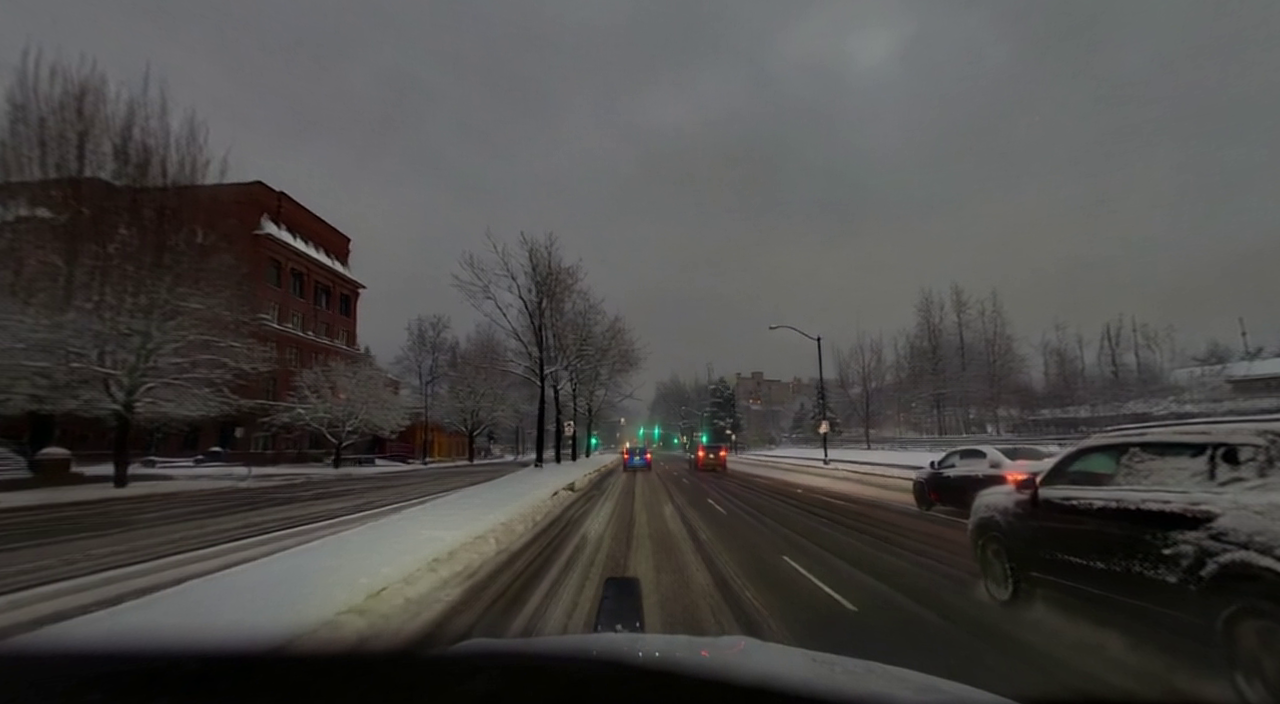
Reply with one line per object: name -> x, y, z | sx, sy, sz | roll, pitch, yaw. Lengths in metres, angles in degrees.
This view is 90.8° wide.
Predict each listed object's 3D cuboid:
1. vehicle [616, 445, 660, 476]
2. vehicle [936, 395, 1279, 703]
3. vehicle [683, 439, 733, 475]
vehicle -> -0.098, 5.392, 31.604 | 2.054, 1.446, 3.969 | 0, -9, -1
vehicle -> 3.699, 1.122, 3.791 | 1.937, 1.538, 3.832 | 0, -9, 0
vehicle -> 3.494, 5.491, 33.315 | 2.036, 1.757, 4.300 | 0, -9, -1
